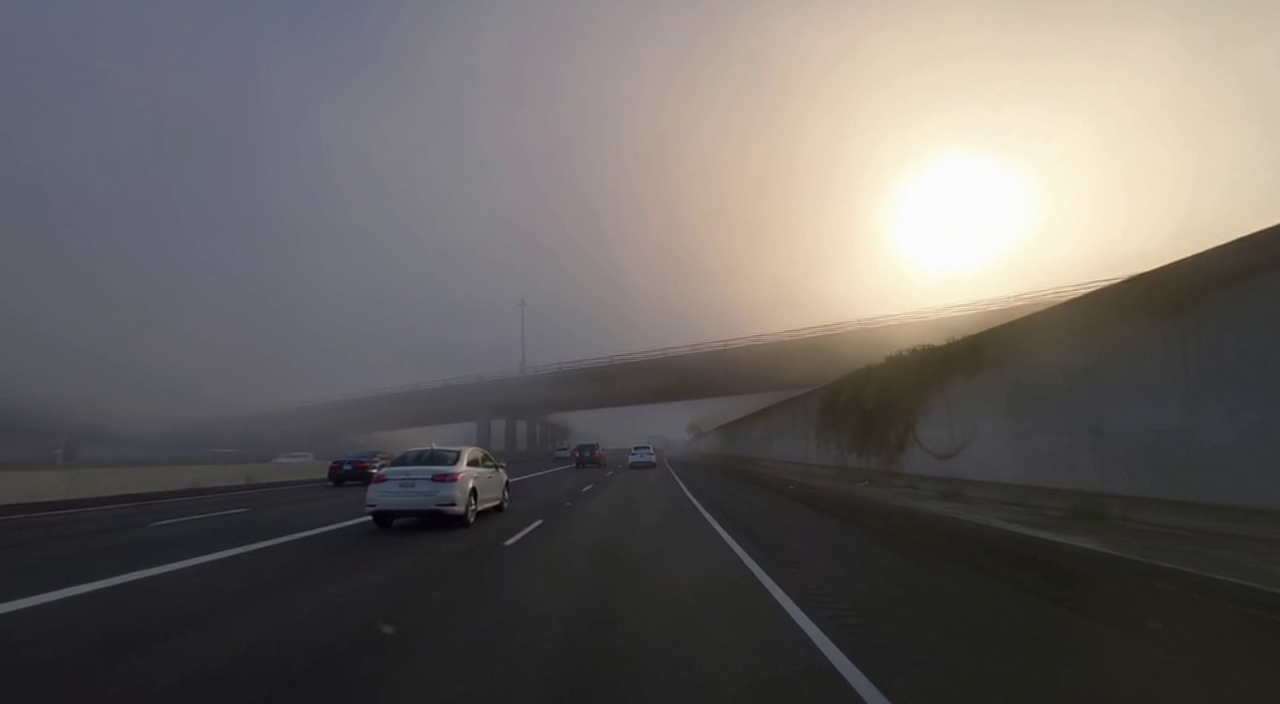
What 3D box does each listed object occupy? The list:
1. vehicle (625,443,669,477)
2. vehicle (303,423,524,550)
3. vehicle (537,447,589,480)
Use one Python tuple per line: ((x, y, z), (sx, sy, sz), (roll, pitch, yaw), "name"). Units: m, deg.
((0.327, 5.614, 32.969), (2.160, 1.678, 4.178), (0, -8, 0), "vehicle")
((-3.612, 2.221, 11.128), (2.161, 1.759, 4.482), (0, -8, 1), "vehicle")
((-3.794, 5.574, 31.759), (1.997, 1.490, 4.471), (0, -8, 1), "vehicle")
